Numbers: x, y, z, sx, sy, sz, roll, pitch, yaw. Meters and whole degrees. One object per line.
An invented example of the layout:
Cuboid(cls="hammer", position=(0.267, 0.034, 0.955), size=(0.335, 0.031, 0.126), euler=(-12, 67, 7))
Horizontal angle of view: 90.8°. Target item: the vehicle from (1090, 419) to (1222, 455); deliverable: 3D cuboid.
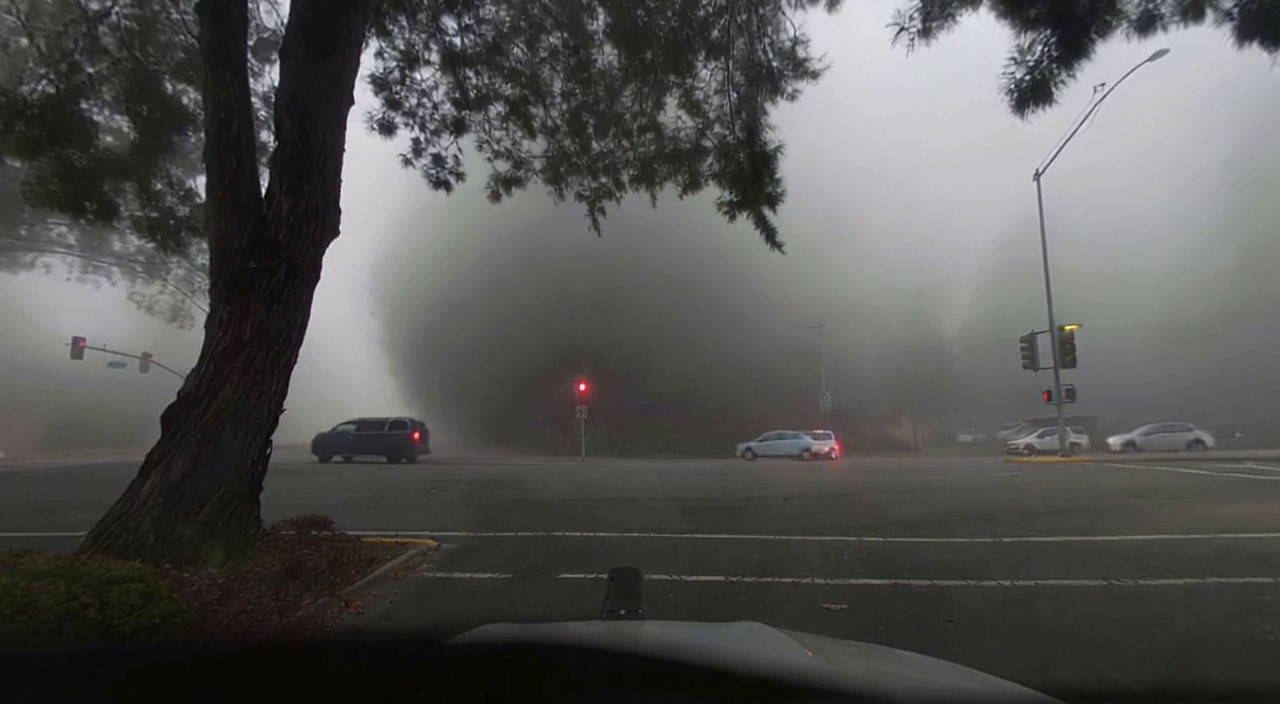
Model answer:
Cuboid(cls="vehicle", position=(25.496, 4.237, 31.383), size=(4.590, 1.701, 1.881), euler=(-2, -9, 11))

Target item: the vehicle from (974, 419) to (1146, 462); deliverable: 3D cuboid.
Cuboid(cls="vehicle", position=(15.066, 3.214, 22.924), size=(4.749, 1.461, 1.892), euler=(-1, -9, 9))

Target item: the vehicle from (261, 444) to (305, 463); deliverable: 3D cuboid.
Cuboid(cls="vehicle", position=(-27.973, 7.917, 49.623), size=(2.235, 1.417, 4.272), euler=(3, -9, -20))

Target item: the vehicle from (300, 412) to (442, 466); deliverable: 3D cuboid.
Cuboid(cls="vehicle", position=(-16.771, 5.466, 39.602), size=(7.790, 3.197, 2.653), euler=(-2, -9, 10))

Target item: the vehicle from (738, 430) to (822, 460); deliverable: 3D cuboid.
Cuboid(cls="vehicle", position=(7.652, 5.141, 34.876), size=(4.370, 1.592, 1.886), euler=(-2, -9, 10))
